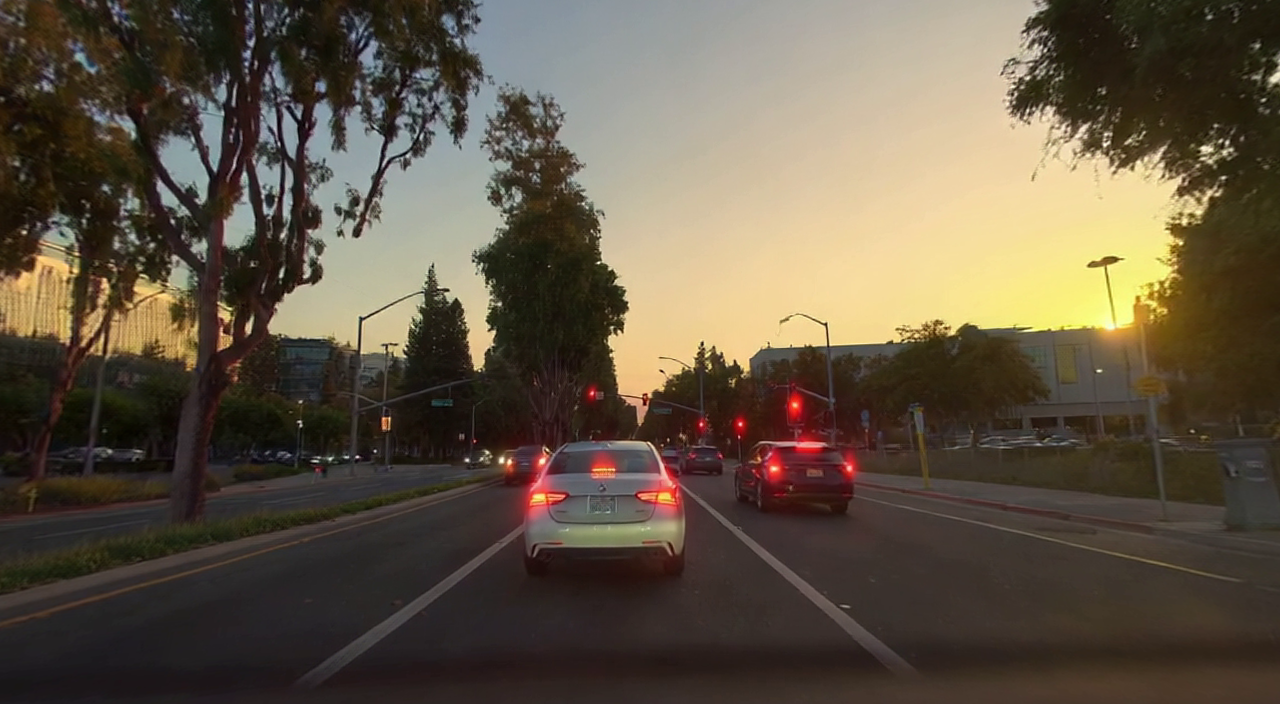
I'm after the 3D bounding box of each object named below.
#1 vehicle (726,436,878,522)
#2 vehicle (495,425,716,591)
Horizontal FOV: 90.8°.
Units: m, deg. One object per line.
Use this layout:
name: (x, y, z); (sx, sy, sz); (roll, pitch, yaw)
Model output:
vehicle: (3.135, 2.539, 13.242); (1.910, 1.474, 4.263); (0, -9, -2)
vehicle: (-0.348, 1.695, 7.610); (2.006, 1.487, 3.535); (0, -9, -1)
